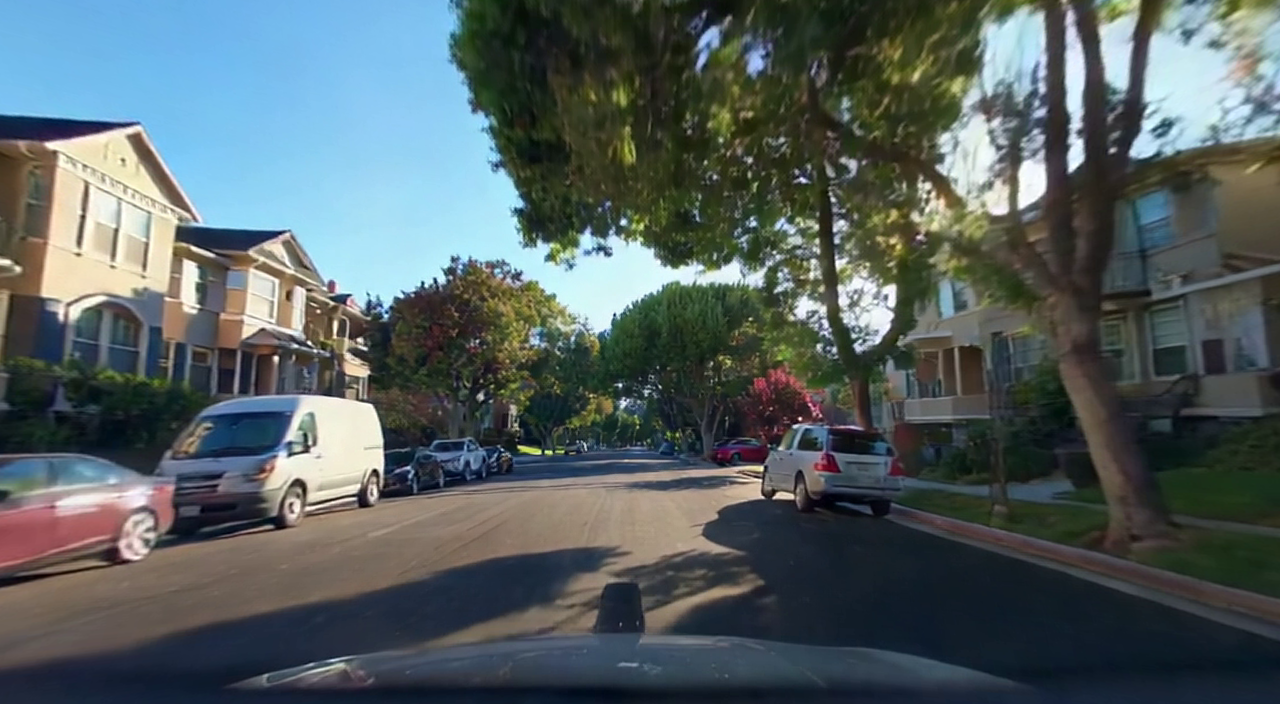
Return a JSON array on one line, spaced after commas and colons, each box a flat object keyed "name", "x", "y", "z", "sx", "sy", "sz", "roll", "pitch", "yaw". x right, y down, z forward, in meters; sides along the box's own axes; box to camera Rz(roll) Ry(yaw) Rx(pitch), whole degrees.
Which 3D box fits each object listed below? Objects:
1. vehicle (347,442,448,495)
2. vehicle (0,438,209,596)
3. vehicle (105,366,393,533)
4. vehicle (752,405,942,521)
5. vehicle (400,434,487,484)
[{"name": "vehicle", "x": -7.569, "y": 3.630, "z": 20.034, "sx": 1.845, "sy": 1.510, "sz": 3.729, "roll": 1, "pitch": -8, "yaw": -3}, {"name": "vehicle", "x": -7.133, "y": 1.717, "z": 6.817, "sx": 1.953, "sy": 1.501, "sz": 4.125, "roll": -1, "pitch": -8, "yaw": 1}, {"name": "vehicle", "x": -7.466, "y": 2.045, "z": 13.161, "sx": 2.341, "sy": 2.674, "sz": 5.753, "roll": 0, "pitch": -10, "yaw": -1}, {"name": "vehicle", "x": 3.974, "y": 2.254, "z": 13.264, "sx": 2.216, "sy": 1.955, "sz": 4.970, "roll": 0, "pitch": -8, "yaw": -1}, {"name": "vehicle", "x": -7.688, "y": 4.244, "z": 25.104, "sx": 2.136, "sy": 1.758, "sz": 4.297, "roll": -2, "pitch": -9, "yaw": -1}]
